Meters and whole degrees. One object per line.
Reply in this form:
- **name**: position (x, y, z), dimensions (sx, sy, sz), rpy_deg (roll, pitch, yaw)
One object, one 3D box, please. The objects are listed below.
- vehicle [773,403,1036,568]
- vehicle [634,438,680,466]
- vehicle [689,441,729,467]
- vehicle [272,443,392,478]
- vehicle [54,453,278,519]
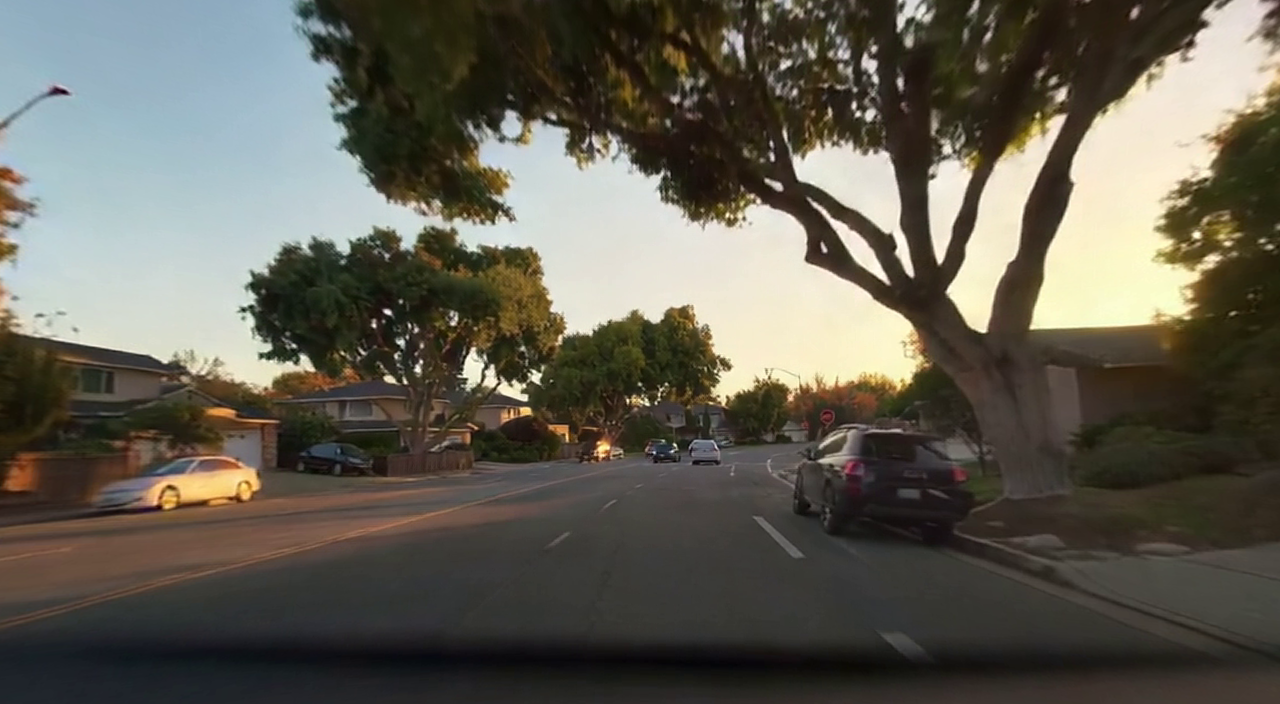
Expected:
- **vehicle**: position (3.914, 2.092, 10.844), dimensions (2.516, 2.019, 5.790), rpy_deg (-1, -8, 6)
- **vehicle**: position (1.188, 6.397, 40.555), dimensions (2.178, 1.695, 4.339), rpy_deg (-2, -9, 12)
- **vehicle**: position (4.287, 6.201, 38.466), dimensions (1.955, 1.459, 4.383), rpy_deg (-2, -9, 12)
- **vehicle**: position (-16.218, 5.722, 33.354), dimensions (5.177, 1.779, 2.199), rpy_deg (0, -8, 3)
- **vehicle**: position (-12.842, 3.643, 17.633), dimensions (2.118, 1.496, 5.030), rpy_deg (-3, -10, 5)
